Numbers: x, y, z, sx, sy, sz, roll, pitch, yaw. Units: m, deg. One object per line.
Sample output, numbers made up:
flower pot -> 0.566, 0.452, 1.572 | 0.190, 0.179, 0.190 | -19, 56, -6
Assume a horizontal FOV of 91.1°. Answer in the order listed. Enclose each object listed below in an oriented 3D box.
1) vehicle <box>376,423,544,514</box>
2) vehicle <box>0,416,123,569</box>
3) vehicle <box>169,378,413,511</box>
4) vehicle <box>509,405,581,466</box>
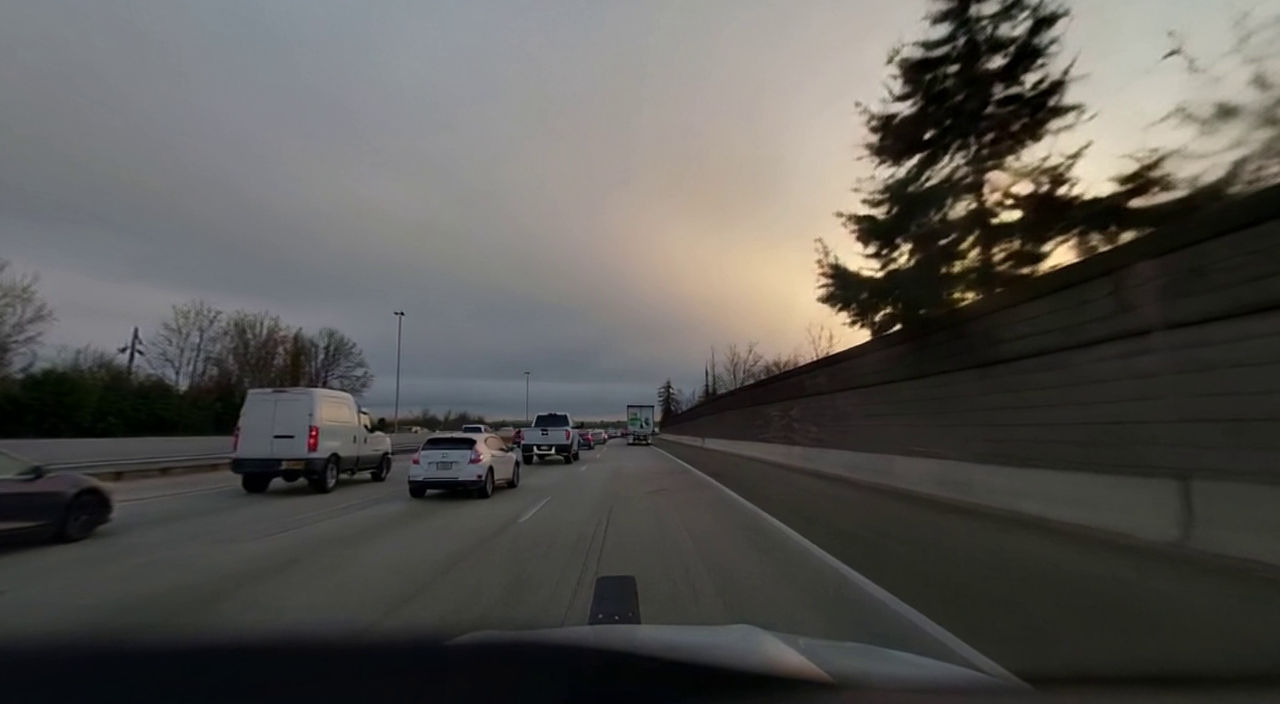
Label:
vehicle -> -3.299, 2.207, 12.516 | 2.089, 1.485, 4.153 | 0, -8, 0
vehicle -> -7.497, 1.357, 5.857 | 1.957, 1.545, 3.971 | 0, -8, 0
vehicle -> -7.488, 2.084, 14.556 | 2.386, 2.435, 5.831 | 0, -8, -1
vehicle -> -4.185, 3.806, 28.678 | 2.427, 2.514, 5.159 | 0, -8, 0
